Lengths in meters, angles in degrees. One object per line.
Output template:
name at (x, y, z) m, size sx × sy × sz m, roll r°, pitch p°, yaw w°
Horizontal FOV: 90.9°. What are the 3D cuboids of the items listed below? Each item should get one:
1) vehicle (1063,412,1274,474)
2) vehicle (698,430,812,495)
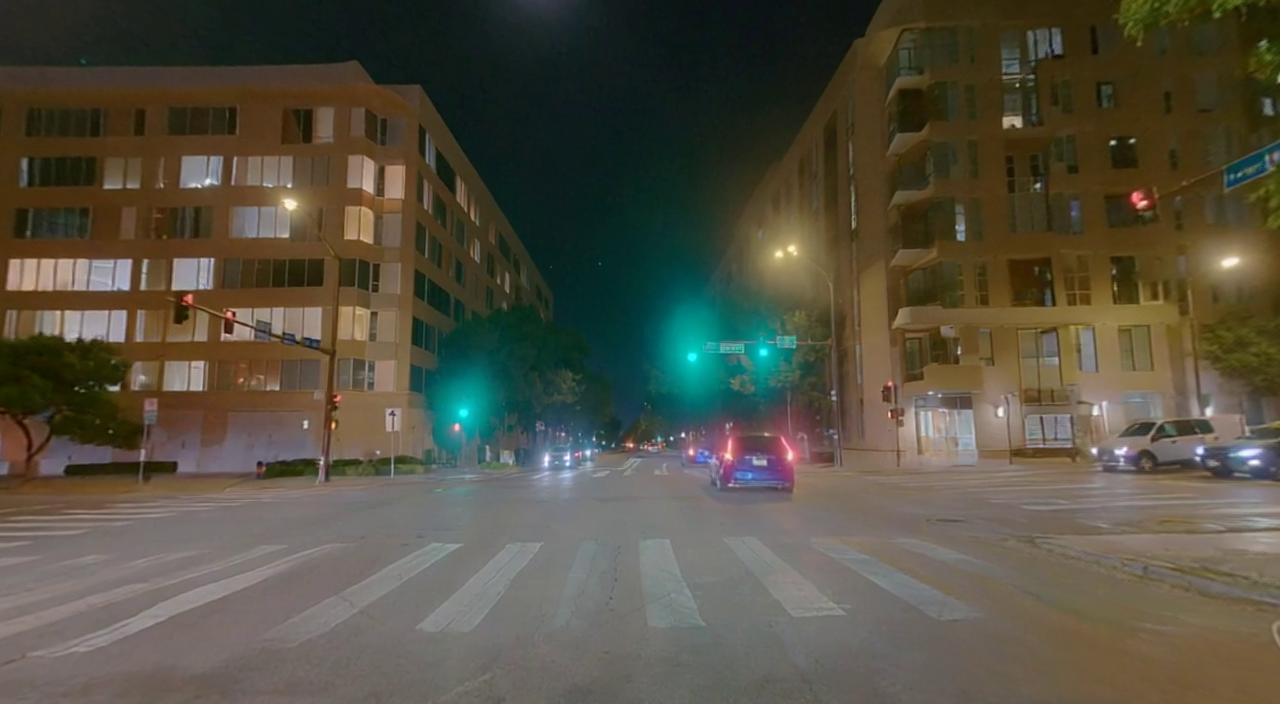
vehicle at (16.900, 2.940, 20.406) m, size 4.802 × 1.860 × 2.146 m, roll 0°, pitch -8°, yaw 1°
vehicle at (2.837, 2.848, 16.642) m, size 2.039 × 1.470 × 4.355 m, roll 0°, pitch -8°, yaw -2°
